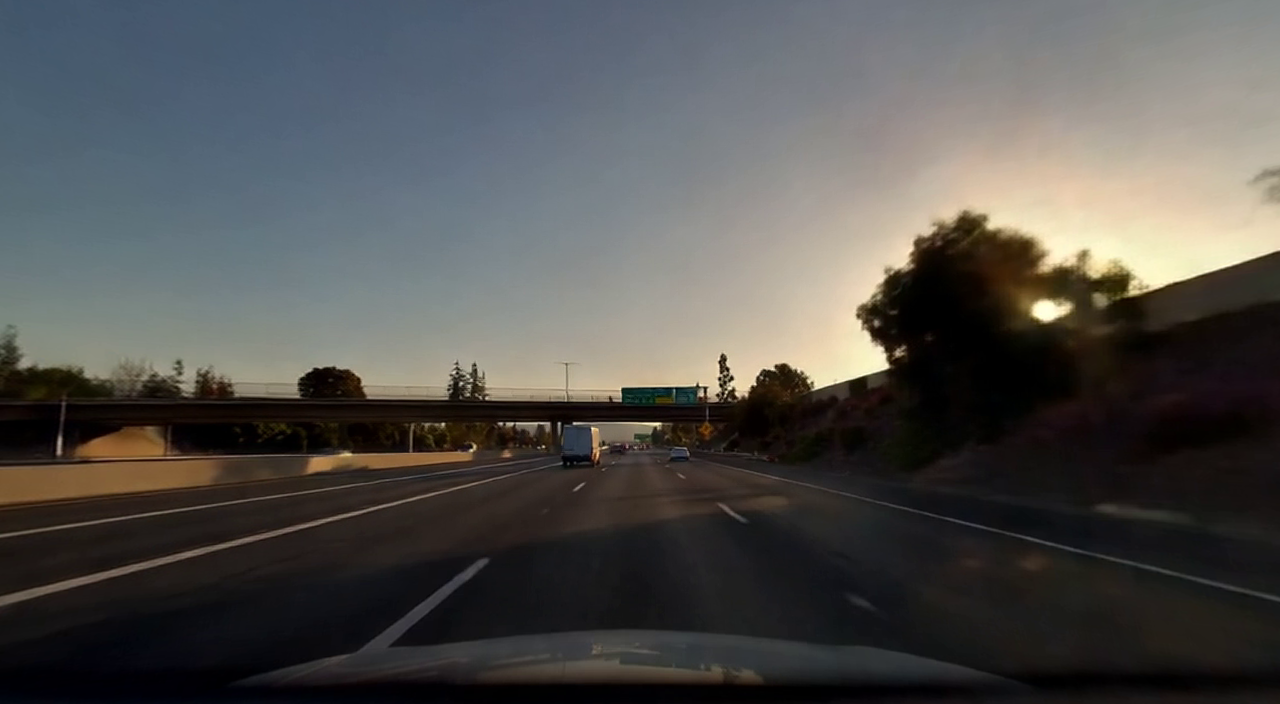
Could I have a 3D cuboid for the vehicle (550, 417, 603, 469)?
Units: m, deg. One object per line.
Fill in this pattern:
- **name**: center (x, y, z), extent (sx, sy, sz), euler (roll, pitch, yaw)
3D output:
- **vehicle**: center (-3.863, 5.790, 40.047), extent (2.881, 2.937, 7.045), euler (0, -9, -2)
